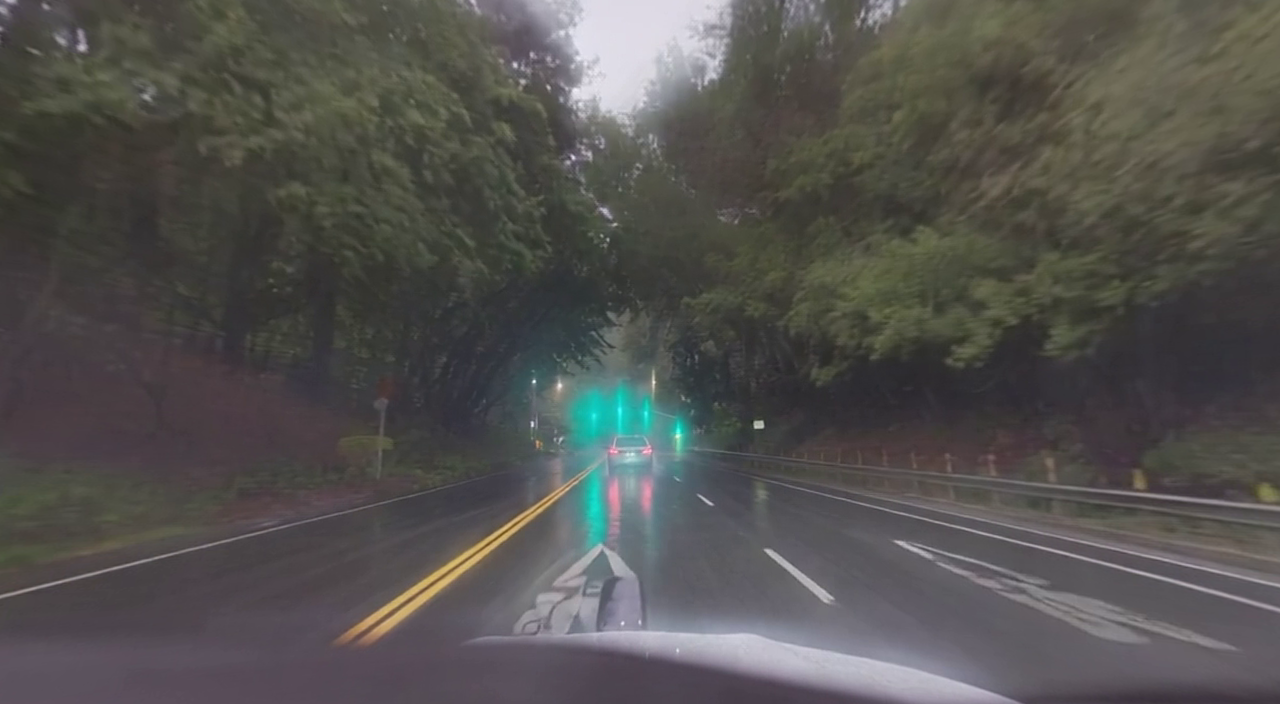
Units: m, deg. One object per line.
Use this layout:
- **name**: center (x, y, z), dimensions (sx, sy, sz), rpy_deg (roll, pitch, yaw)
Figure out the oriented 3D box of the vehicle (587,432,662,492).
- **vehicle**: center (-0.453, 3.251, 18.886), dimensions (2.037, 1.601, 3.643), rpy_deg (0, -9, -1)
